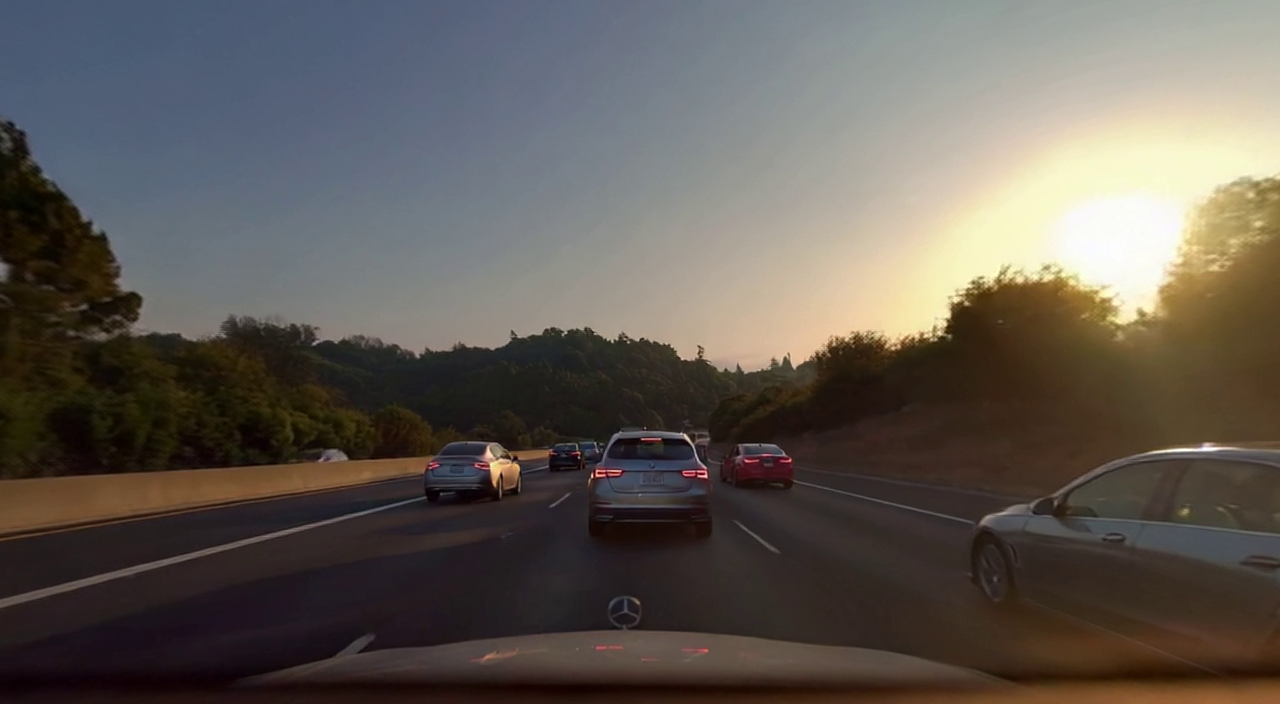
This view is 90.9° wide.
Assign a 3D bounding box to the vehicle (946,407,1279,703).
[{"bbox_3d":[3.680,1.039,3.198,1.953,1.434,4.511,0,-9,0],"label":"vehicle"}]

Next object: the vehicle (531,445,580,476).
[{"bbox_3d":[-4.196,5.457,31.847,1.910,1.468,3.781,0,-9,1],"label":"vehicle"}]

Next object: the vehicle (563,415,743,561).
[{"bbox_3d":[0.137,1.897,9.357,2.093,1.695,3.782,0,-9,0],"label":"vehicle"}]

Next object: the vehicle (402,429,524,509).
[{"bbox_3d":[-4.213,2.856,15.699,1.890,1.708,3.844,0,-9,0],"label":"vehicle"}]

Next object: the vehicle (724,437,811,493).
[{"bbox_3d":[3.952,3.571,20.219,1.905,1.590,3.746,0,-9,-2],"label":"vehicle"}]
